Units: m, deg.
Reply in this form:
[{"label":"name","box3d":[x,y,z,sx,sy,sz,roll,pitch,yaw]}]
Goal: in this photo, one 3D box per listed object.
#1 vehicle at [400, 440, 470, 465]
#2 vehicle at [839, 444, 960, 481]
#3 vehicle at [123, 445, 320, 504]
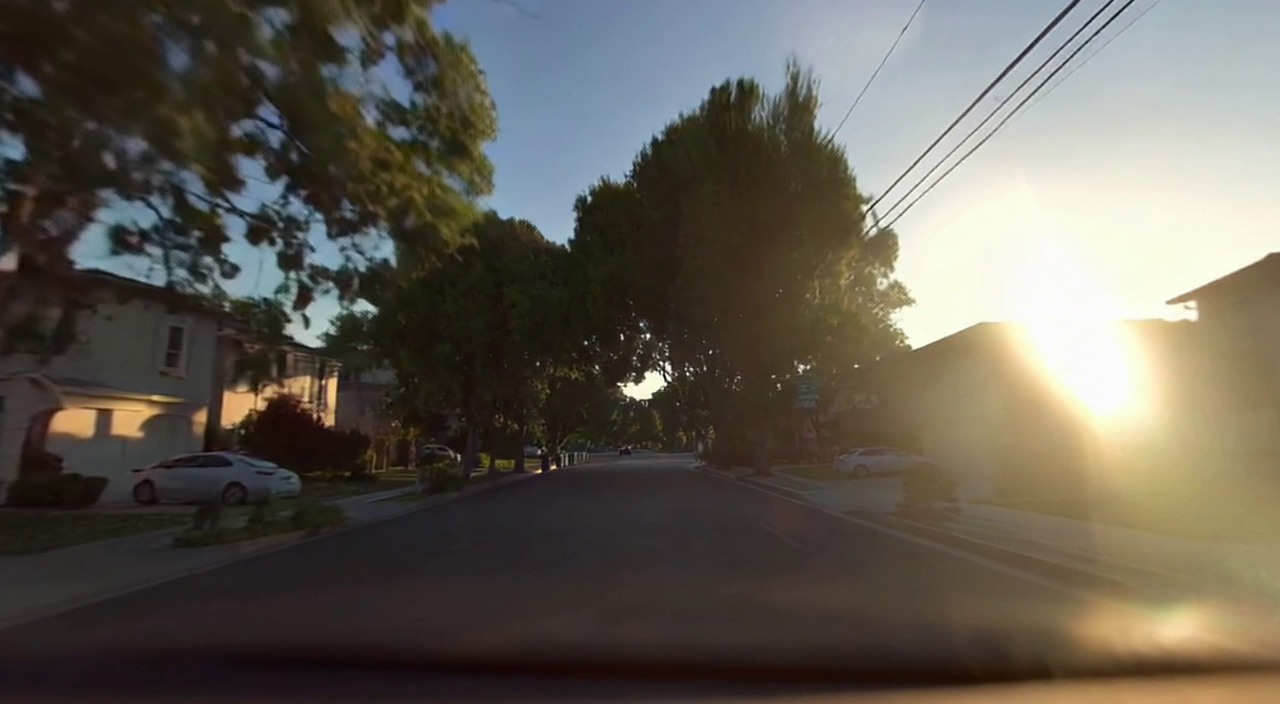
[{"label":"vehicle","box3d":[-13.582,6.720,42.155,4.265,1.569,1.984,3,-10,-15]},{"label":"vehicle","box3d":[11.635,4.970,28.546,4.626,1.541,1.866,2,-9,-3]},{"label":"vehicle","box3d":[-13.518,3.970,20.696,4.887,1.788,2.006,1,-9,-4]}]
